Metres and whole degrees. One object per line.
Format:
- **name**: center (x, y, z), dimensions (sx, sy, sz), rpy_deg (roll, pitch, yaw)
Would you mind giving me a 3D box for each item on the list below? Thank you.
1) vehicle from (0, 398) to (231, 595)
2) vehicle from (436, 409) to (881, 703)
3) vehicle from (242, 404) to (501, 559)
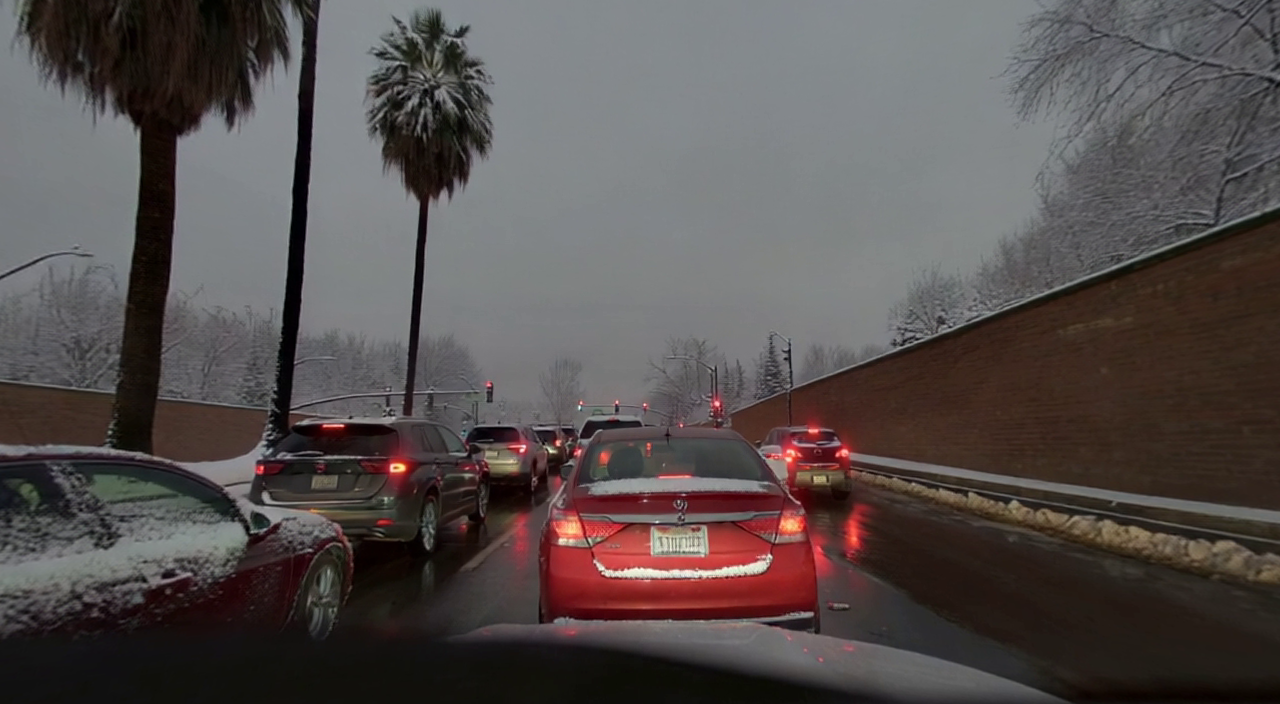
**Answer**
- **vehicle**: center (-6.670, 1.406, 6.392), dimensions (1.963, 1.721, 4.662), rpy_deg (0, -8, -2)
- **vehicle**: center (0.044, 1.336, 5.210), dimensions (2.128, 1.473, 4.272), rpy_deg (0, -8, -1)
- **vehicle**: center (-3.511, 1.777, 9.274), dimensions (2.055, 1.746, 4.136), rpy_deg (0, -8, -1)
